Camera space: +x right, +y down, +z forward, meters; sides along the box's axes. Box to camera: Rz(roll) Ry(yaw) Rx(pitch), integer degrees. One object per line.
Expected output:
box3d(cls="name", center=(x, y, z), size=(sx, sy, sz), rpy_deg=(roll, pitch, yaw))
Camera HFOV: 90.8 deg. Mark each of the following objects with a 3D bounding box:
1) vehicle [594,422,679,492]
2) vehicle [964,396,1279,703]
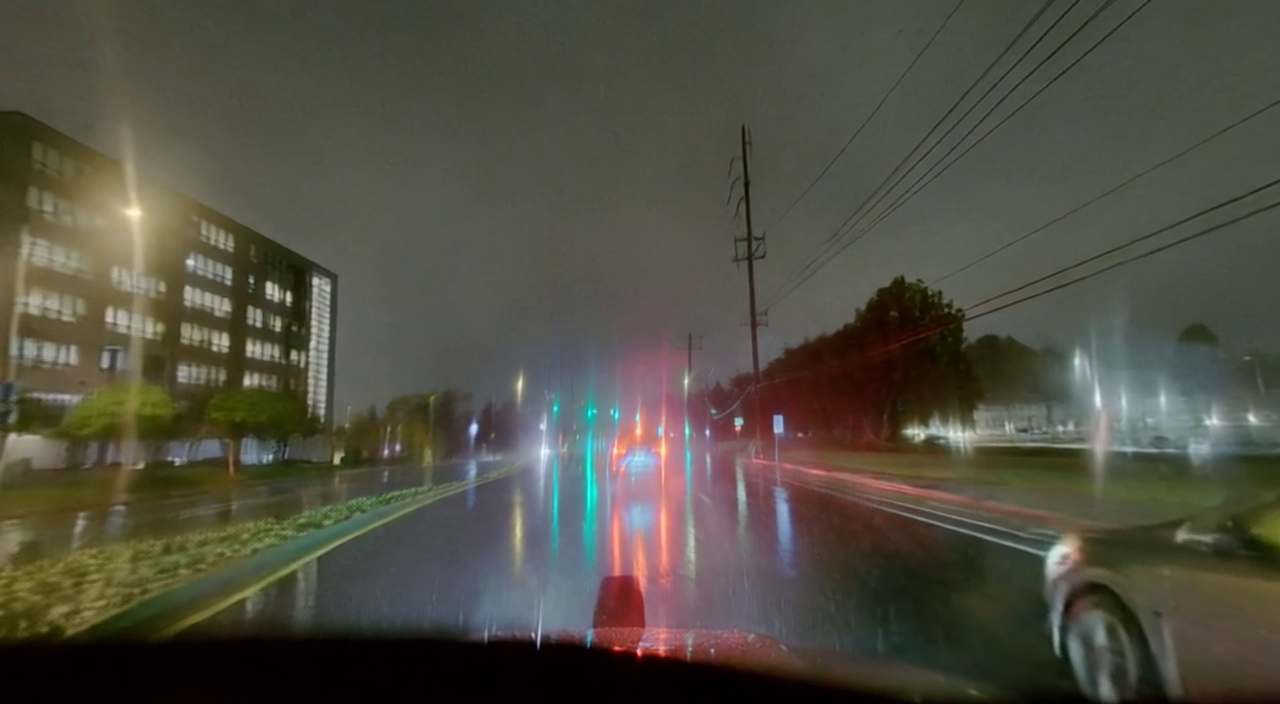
box3d(cls="vehicle", center=(-0.091, 3.032, 18.419), size=(2.189, 1.776, 4.342), rpy_deg=(0, -9, 0))
box3d(cls="vehicle", center=(3.142, 0.850, 1.795), size=(1.990, 1.482, 4.575), rpy_deg=(0, -9, 0))
